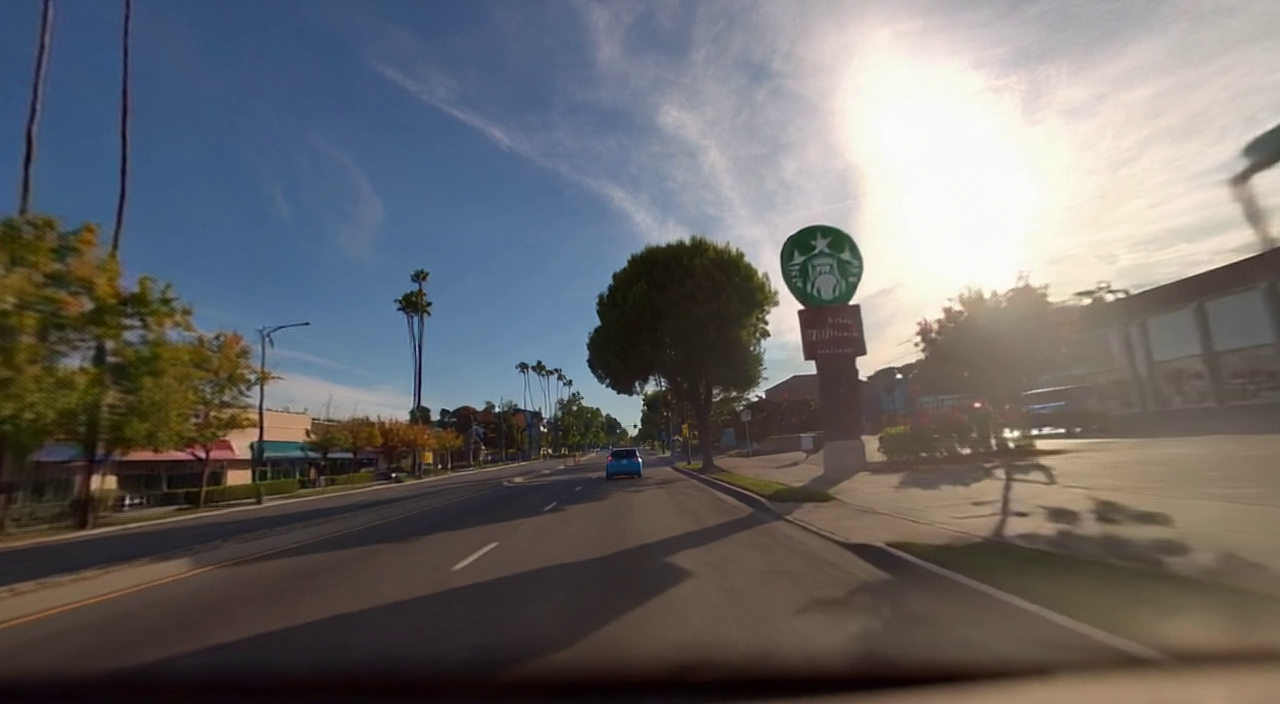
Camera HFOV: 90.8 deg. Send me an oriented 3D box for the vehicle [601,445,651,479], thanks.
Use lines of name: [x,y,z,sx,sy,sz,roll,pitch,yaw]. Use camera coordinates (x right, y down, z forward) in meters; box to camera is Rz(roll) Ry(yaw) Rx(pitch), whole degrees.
vehicle: [-0.623,5.136,29.779,2.156,1.462,4.495,0,-8,0]
